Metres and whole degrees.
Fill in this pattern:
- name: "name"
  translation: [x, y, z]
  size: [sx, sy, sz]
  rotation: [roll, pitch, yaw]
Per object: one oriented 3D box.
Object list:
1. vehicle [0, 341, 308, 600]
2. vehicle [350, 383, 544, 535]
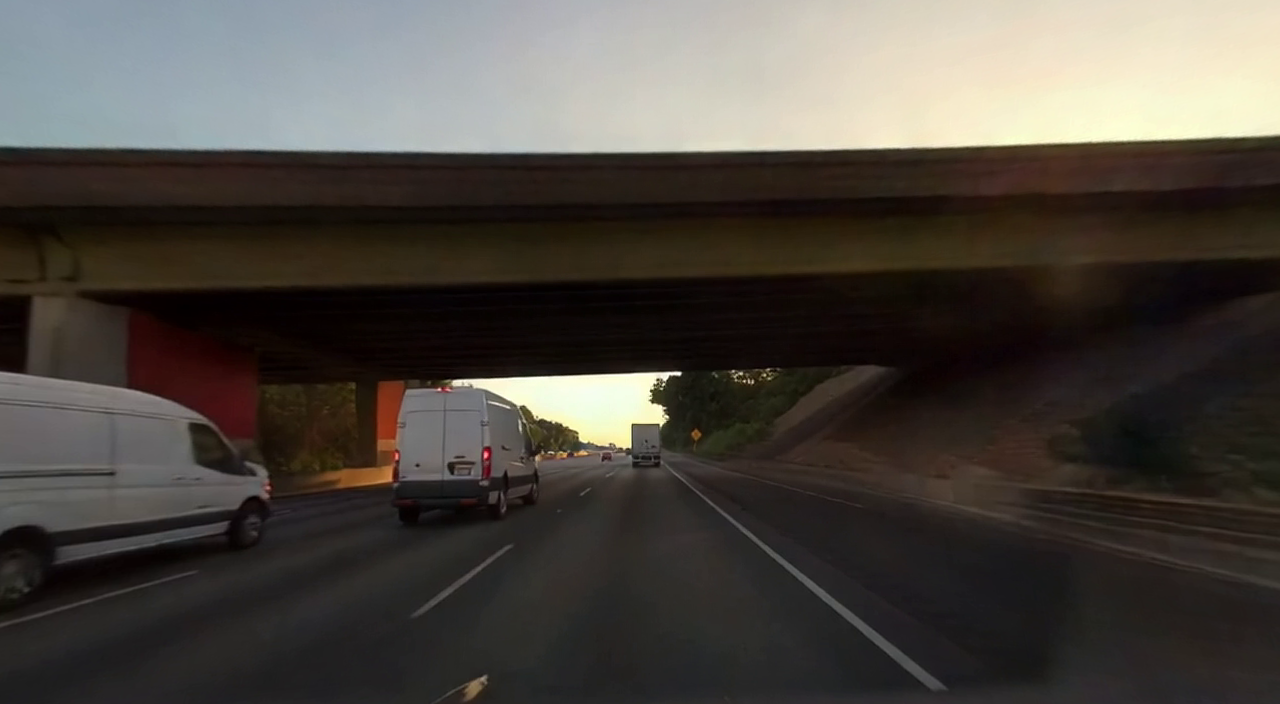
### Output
- name: "vehicle"
  translation: [-7.692, 1.568, 8.737]
  size: [2.594, 2.571, 6.424]
  rotation: [0, -9, 0]
- name: "vehicle"
  translation: [-3.892, 2.364, 14.310]
  size: [2.504, 2.694, 5.934]
  rotation: [0, -9, 0]
